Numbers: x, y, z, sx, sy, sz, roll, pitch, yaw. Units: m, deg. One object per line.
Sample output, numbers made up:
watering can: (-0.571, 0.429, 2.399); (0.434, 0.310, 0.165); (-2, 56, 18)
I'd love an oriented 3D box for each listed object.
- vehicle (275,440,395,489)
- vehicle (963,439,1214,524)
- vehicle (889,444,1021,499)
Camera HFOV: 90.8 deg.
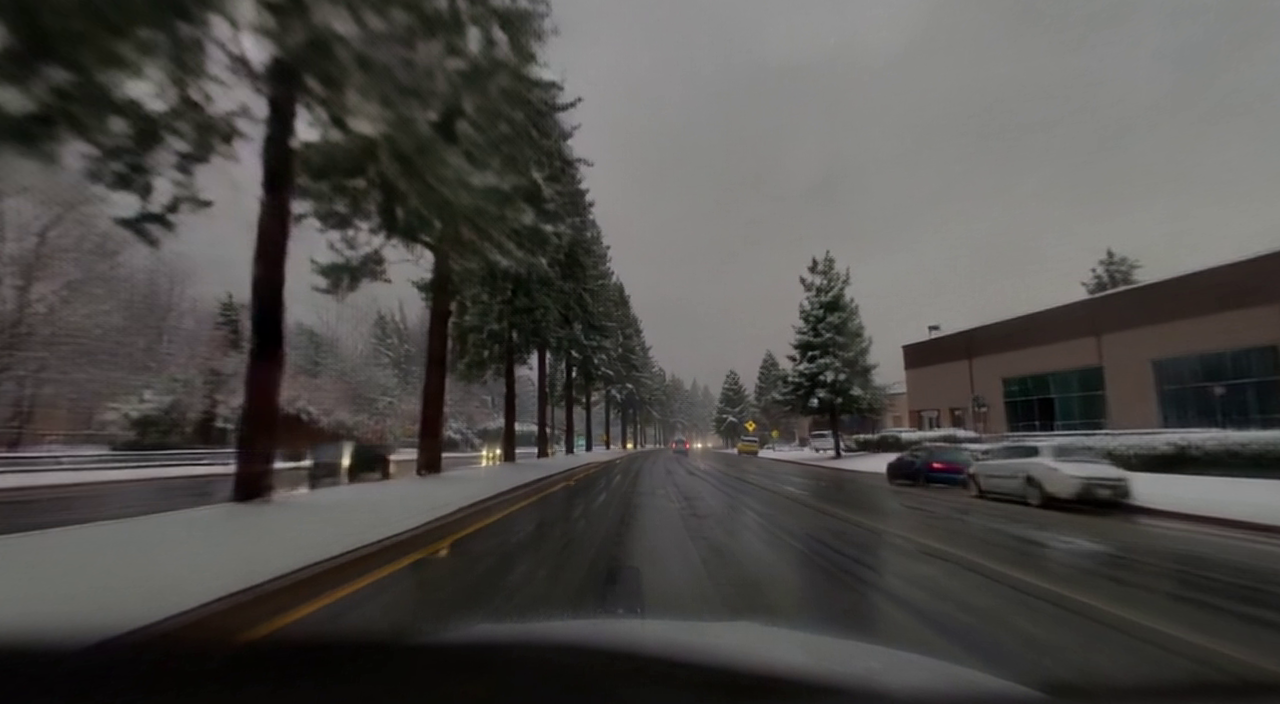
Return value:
vehicle: (-10.371, 3.833, 21.955); (1.864, 1.497, 4.604); (0, -9, 0)
vehicle: (9.005, 2.624, 13.381); (2.022, 1.449, 4.706); (-1, -9, 3)
vehicle: (9.322, 3.549, 19.183); (1.920, 1.456, 4.402); (-1, -9, 3)
